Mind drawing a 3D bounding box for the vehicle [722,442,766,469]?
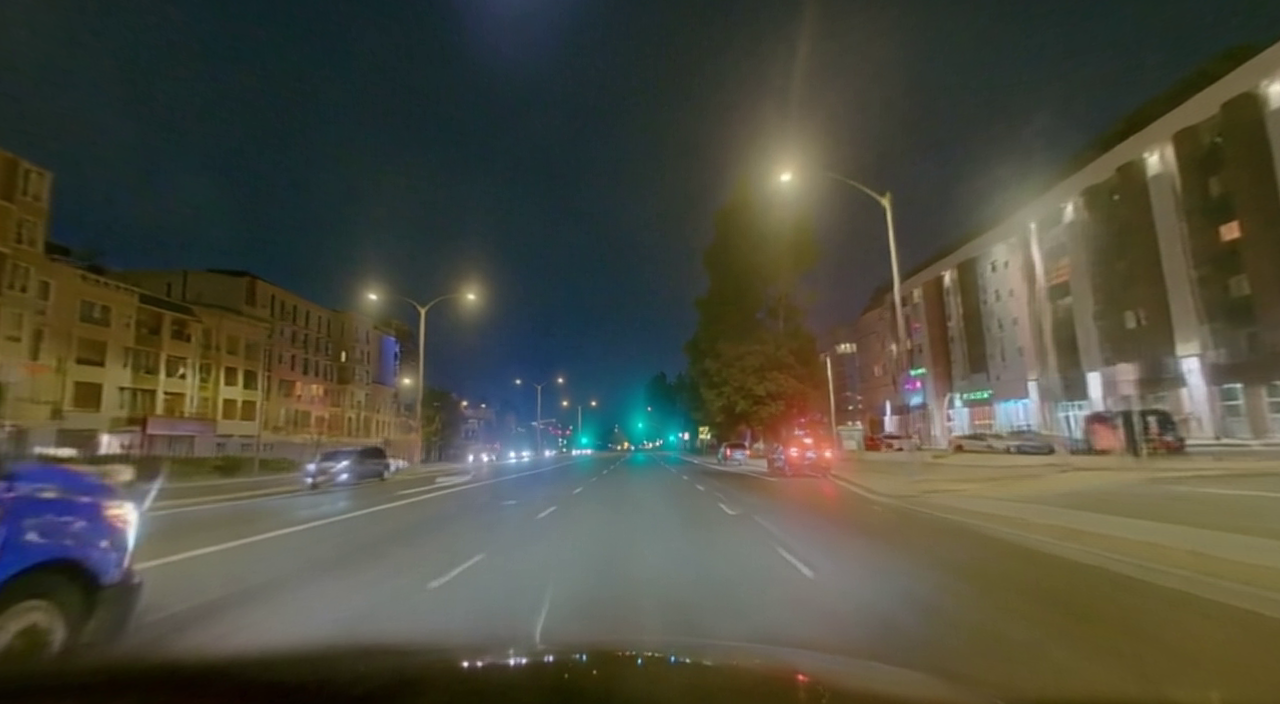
[{"bbox_3d":[6.881,6.861,42.169,2.063,1.631,4.507,0,-8,-1],"label":"vehicle"}]

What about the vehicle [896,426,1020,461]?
[{"bbox_3d":[15.233,4.410,30.495,4.830,1.605,1.982,-1,-9,4],"label":"vehicle"}]

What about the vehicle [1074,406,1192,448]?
[{"bbox_3d":[30.715,4.748,39.539,5.204,2.465,2.316,-1,-8,5],"label":"vehicle"}]

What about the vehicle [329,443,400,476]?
[{"bbox_3d":[-15.161,5.905,35.084,2.014,1.700,4.308,0,-8,0],"label":"vehicle"}]

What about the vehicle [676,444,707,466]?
[{"bbox_3d":[3.741,7.505,46.354,1.878,1.534,4.120,0,-8,0],"label":"vehicle"}]

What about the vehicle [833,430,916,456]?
[{"bbox_3d":[15.048,5.856,40.707,4.527,1.637,1.887,0,-8,-1],"label":"vehicle"}]

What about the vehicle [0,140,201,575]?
[{"bbox_3d":[-5.737,-0.225,2.449,2.763,2.974,7.562,0,-8,-2],"label":"vehicle"}]

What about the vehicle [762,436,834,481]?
[{"bbox_3d":[6.635,4.517,27.101,2.175,1.770,4.373,-1,-8,3],"label":"vehicle"}]
